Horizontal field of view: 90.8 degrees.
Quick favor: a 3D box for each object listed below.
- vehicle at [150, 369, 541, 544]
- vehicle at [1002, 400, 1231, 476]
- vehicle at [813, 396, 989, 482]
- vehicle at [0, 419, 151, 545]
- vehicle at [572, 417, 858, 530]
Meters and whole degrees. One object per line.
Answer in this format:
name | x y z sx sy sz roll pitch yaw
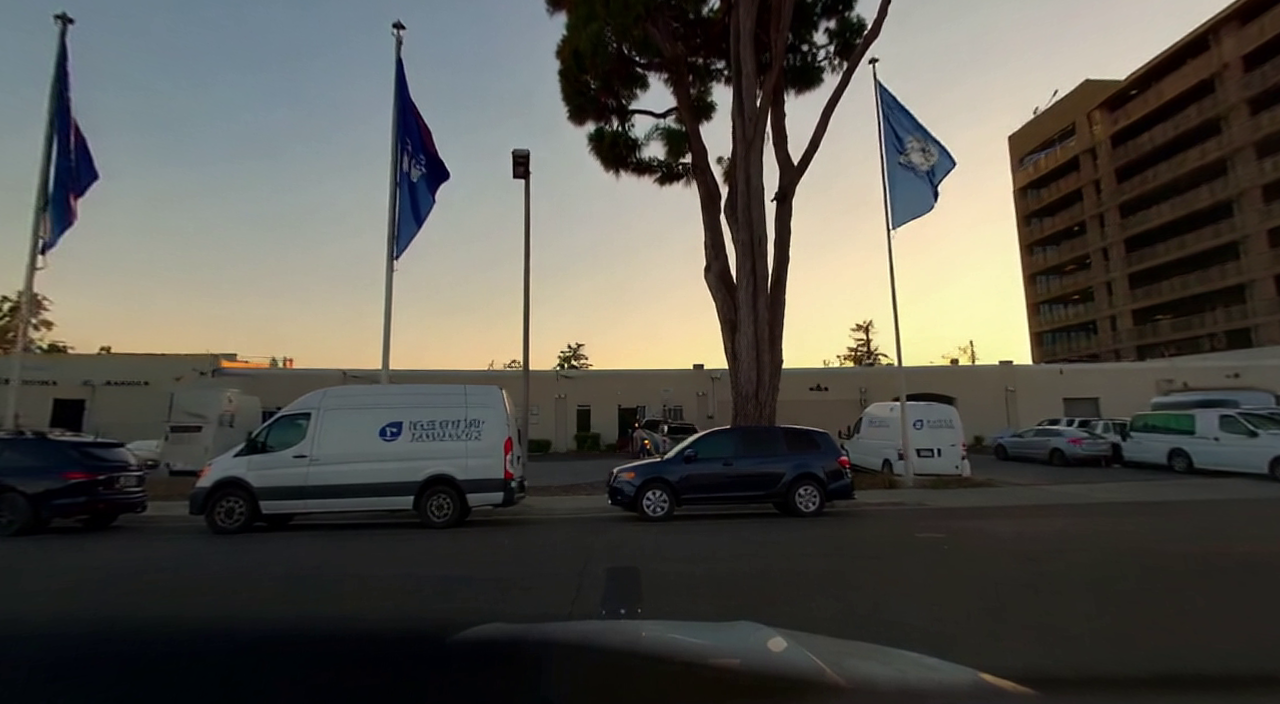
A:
vehicle | -4.846 1.830 11.479 5.899 2.757 2.257 1 -8 -6
vehicle | 15.767 2.954 21.699 2.228 2.126 6.632 -1 -8 -5
vehicle | 7.939 2.791 20.209 2.491 2.324 5.986 1 -8 -6
vehicle | -12.588 2.179 10.819 6.311 1.951 2.161 1 -8 -6
vehicle | 1.244 2.224 11.959 4.992 1.894 2.043 1 -8 -7
